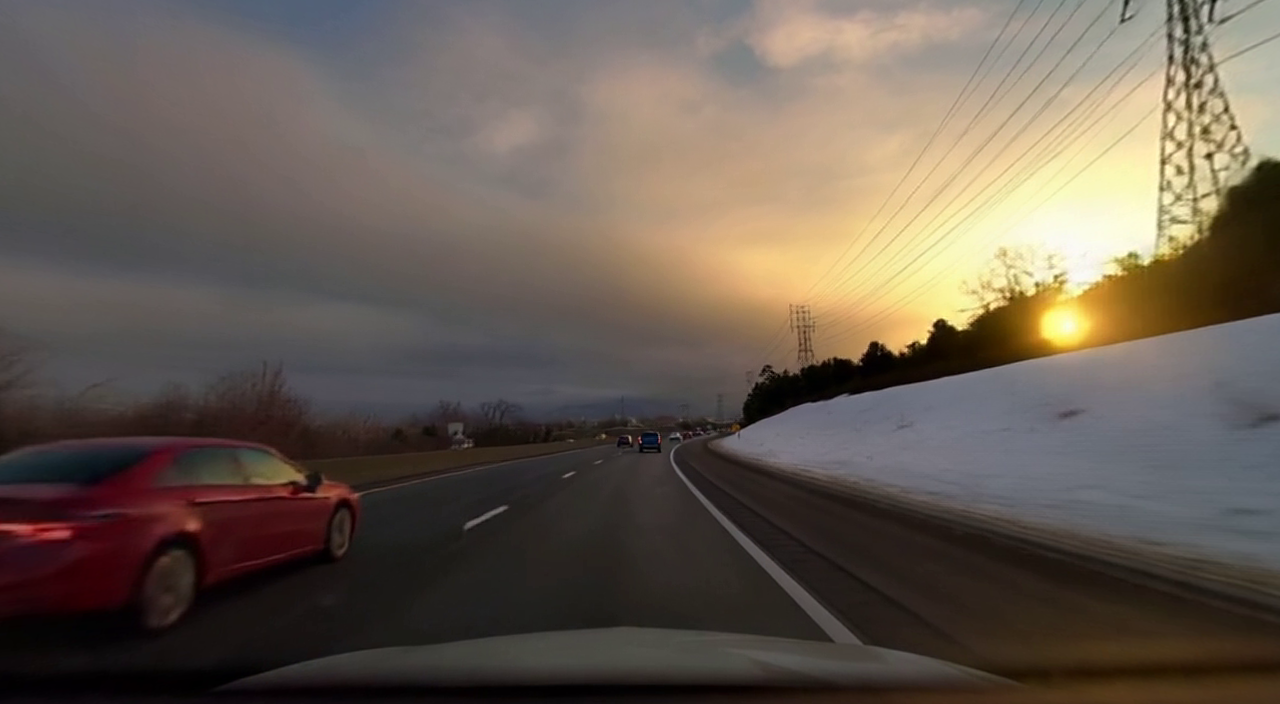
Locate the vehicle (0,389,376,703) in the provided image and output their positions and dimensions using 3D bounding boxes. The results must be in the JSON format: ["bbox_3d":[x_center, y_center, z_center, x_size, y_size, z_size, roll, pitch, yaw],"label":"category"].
[{"bbox_3d":[-3.800,1.162,4.455,2.030,1.522,4.250,0,-8,-1],"label":"vehicle"}]

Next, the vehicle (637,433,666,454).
[{"bbox_3d":[0.942,6.931,47.683,2.077,1.523,4.206,0,-8,3],"label":"vehicle"}]
